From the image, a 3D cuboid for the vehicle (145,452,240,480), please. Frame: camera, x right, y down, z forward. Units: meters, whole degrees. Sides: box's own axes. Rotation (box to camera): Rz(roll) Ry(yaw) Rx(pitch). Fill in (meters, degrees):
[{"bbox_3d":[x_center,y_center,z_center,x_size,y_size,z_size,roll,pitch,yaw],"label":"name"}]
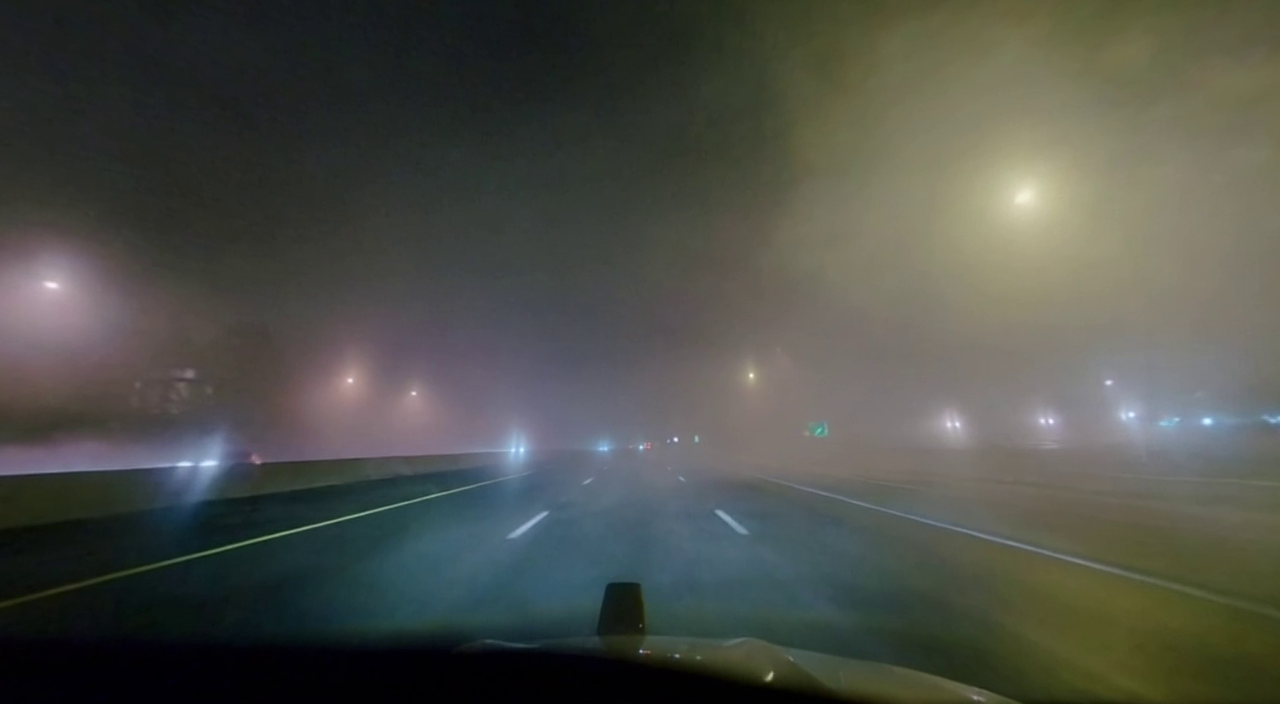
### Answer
[{"bbox_3d":[-26.971,6.860,38.262,2.011,1.531,4.982,0,-8,1],"label":"vehicle"}]
